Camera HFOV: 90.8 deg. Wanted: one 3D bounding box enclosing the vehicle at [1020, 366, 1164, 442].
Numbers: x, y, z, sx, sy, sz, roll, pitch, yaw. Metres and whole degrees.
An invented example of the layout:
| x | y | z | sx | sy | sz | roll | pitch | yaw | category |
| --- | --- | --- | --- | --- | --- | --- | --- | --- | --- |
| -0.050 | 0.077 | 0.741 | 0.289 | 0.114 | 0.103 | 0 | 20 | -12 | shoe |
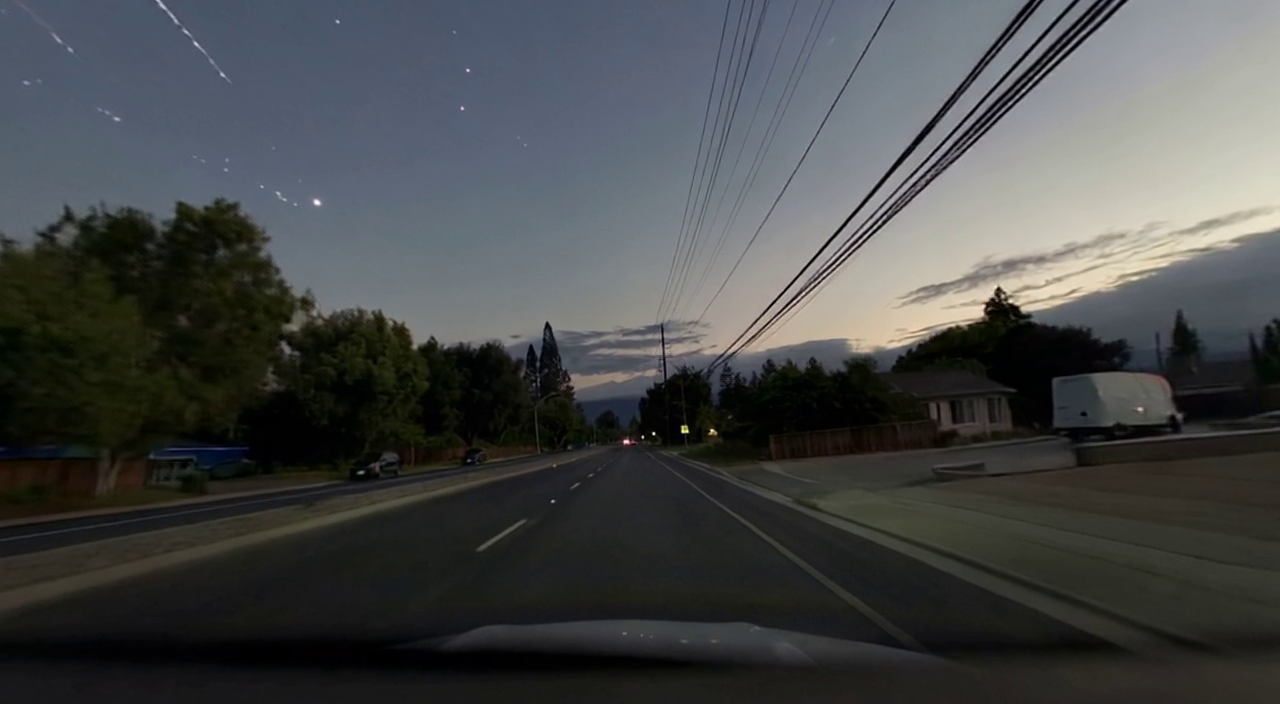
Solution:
| x | y | z | sx | sy | sz | roll | pitch | yaw | category |
| --- | --- | --- | --- | --- | --- | --- | --- | --- | --- |
| 23.712 | 2.813 | 33.621 | 2.696 | 3.581 | 5.969 | -2 | -6 | -5 | vehicle |

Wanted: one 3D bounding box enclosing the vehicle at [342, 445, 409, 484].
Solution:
| x | y | z | sx | sy | sz | roll | pitch | yaw | category |
| --- | --- | --- | --- | --- | --- | --- | --- | --- | --- |
| -16.073 | 6.803 | 38.699 | 2.071 | 1.883 | 4.915 | -7 | -7 | -3 | vehicle |
